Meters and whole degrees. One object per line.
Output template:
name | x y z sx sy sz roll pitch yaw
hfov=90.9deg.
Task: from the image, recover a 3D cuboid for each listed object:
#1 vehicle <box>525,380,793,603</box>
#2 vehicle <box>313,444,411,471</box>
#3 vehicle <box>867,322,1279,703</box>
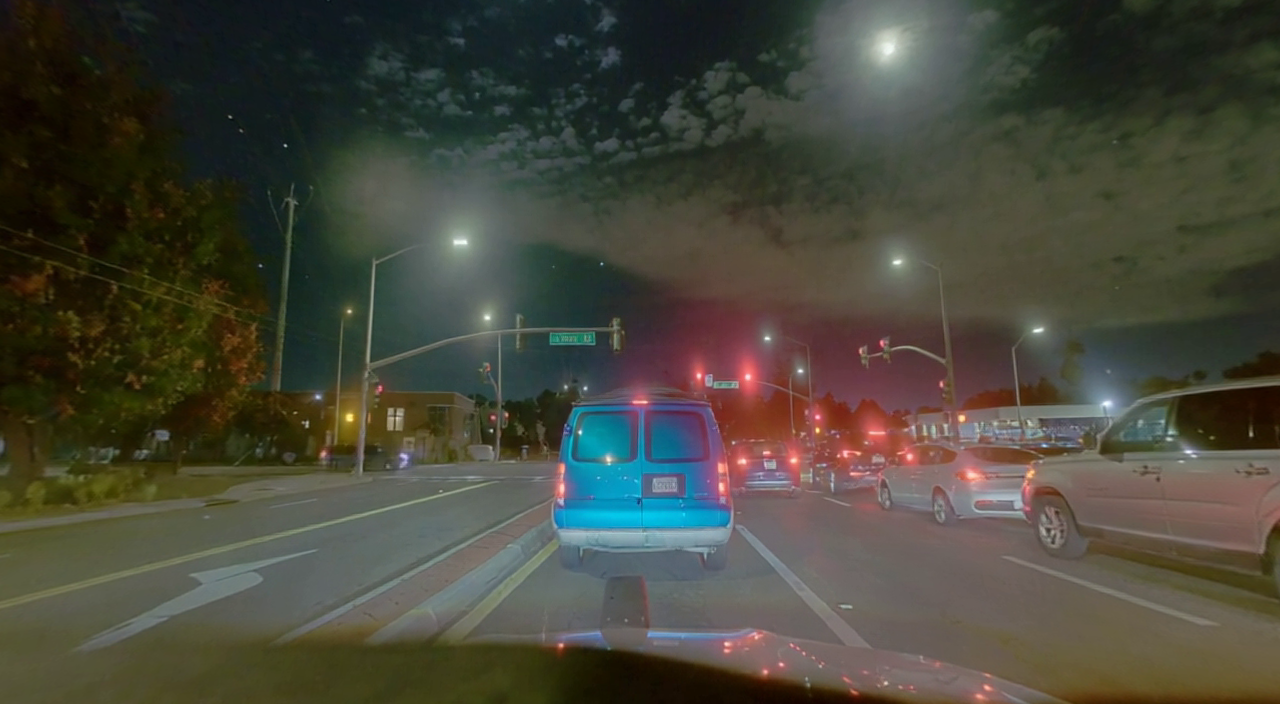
vehicle | 0.171 1.466 7.440 2.185 1.822 4.391 0 -8 0
vehicle | -15.808 6.008 36.002 4.664 1.449 1.992 1 -8 -7
vehicle | 2.893 0.950 3.178 1.971 1.663 4.287 0 -8 2
